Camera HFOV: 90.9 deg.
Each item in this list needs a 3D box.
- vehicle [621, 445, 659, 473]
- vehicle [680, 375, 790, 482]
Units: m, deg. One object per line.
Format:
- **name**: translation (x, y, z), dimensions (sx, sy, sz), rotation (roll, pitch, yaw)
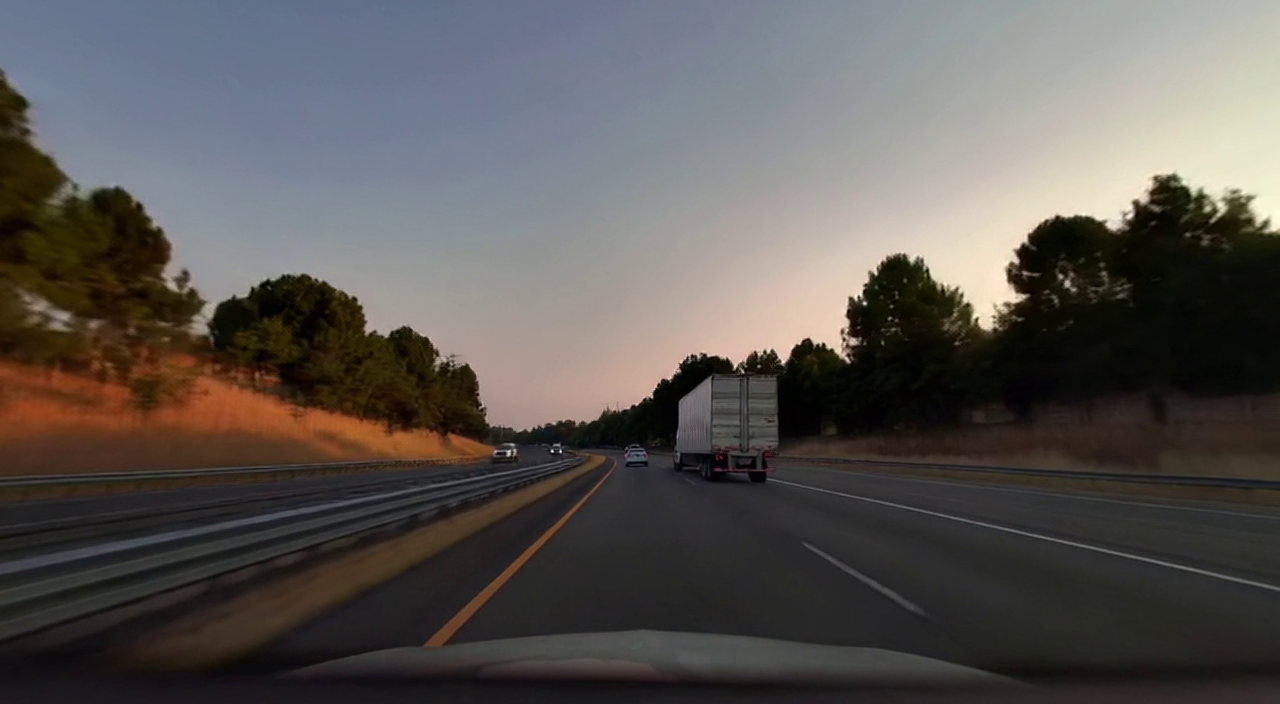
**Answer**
- **vehicle**: translation (-0.072, 6.147, 36.364), dimensions (2.051, 1.513, 4.511), rotation (0, -9, -2)
- **vehicle**: translation (4.065, 4.038, 31.350), dimensions (2.883, 4.057, 14.579), rotation (0, -9, -1)
